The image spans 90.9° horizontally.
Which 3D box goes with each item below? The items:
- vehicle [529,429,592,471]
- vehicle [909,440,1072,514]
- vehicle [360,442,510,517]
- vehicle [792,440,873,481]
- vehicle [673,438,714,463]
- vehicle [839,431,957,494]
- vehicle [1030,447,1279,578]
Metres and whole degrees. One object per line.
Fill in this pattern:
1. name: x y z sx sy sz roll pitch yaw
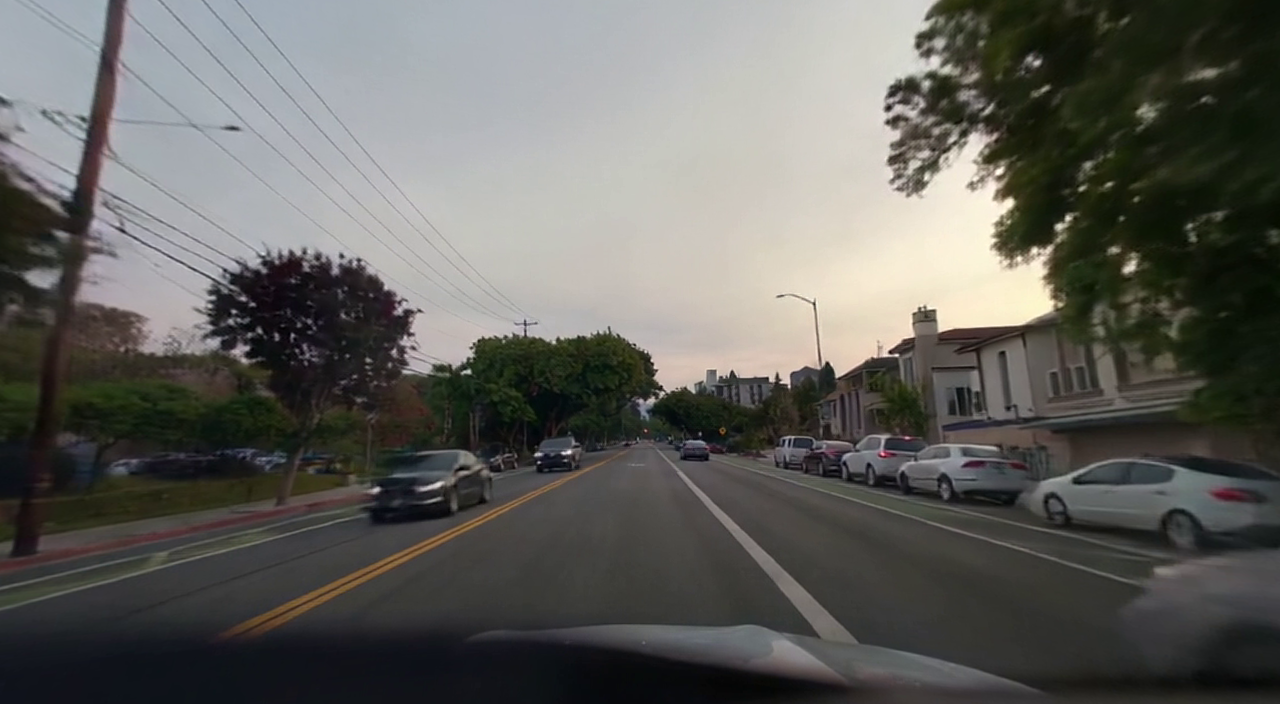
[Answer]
1. vehicle: -4.181 5.294 34.339 2.435 2.069 5.772 -1 -8 2
2. vehicle: 8.037 2.863 14.916 1.836 1.500 3.630 0 -8 2
3. vehicle: -4.521 2.845 14.670 1.989 1.474 4.112 -1 -8 2
4. vehicle: 7.727 4.378 25.823 1.862 1.492 4.571 0 -8 0
5. vehicle: 3.411 6.352 40.762 2.059 1.489 4.629 0 -8 -2
6. vehicle: 8.021 3.472 20.143 1.879 1.765 4.339 0 -8 0
7. vehicle: 7.929 2.116 9.203 1.787 1.402 4.271 -1 -8 1
